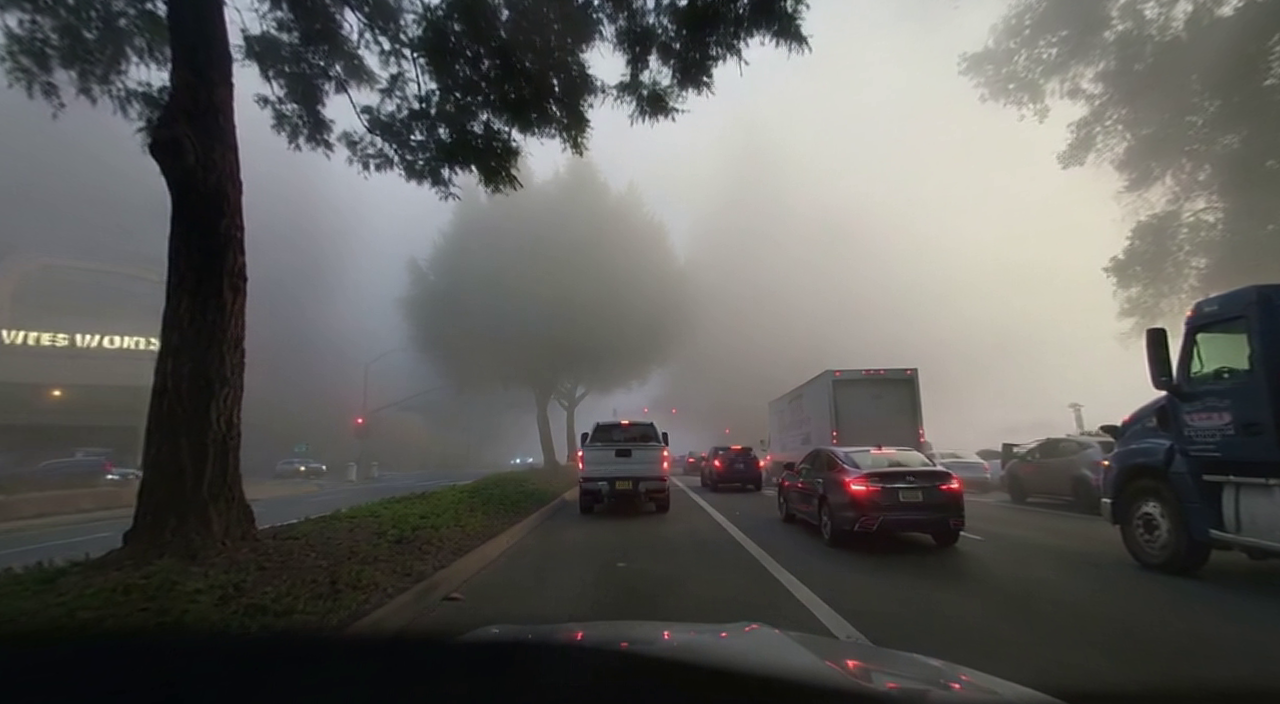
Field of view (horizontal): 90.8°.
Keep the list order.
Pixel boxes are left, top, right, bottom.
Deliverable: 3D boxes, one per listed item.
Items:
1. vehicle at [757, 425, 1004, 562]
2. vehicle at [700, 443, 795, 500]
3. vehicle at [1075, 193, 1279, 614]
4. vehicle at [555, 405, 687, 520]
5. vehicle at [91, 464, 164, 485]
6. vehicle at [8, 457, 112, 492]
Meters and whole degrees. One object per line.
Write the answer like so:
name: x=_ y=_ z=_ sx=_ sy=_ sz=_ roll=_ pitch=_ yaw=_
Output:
vehicle: x=3.274 y=2.044 z=9.933 sx=1.905 sy=1.587 sz=4.998 roll=0 pitch=-9 yaw=0
vehicle: x=3.028 y=3.472 z=18.774 sx=1.922 sy=1.483 sz=4.436 roll=0 pitch=-9 yaw=-2
vehicle: x=6.505 y=0.164 z=3.481 sx=2.802 sy=3.322 sz=7.429 roll=0 pitch=-9 yaw=0
vehicle: x=-0.396 y=2.512 z=14.725 sx=2.499 sy=2.183 sz=5.111 roll=0 pitch=-9 yaw=-1
vehicle: x=-38.102 y=9.115 z=46.997 sx=4.150 sy=1.474 sz=1.826 roll=-2 pitch=-9 yaw=10
vehicle: x=-28.599 y=6.038 z=31.334 sx=1.730 sy=1.534 sz=3.922 roll=1 pitch=-9 yaw=-7
